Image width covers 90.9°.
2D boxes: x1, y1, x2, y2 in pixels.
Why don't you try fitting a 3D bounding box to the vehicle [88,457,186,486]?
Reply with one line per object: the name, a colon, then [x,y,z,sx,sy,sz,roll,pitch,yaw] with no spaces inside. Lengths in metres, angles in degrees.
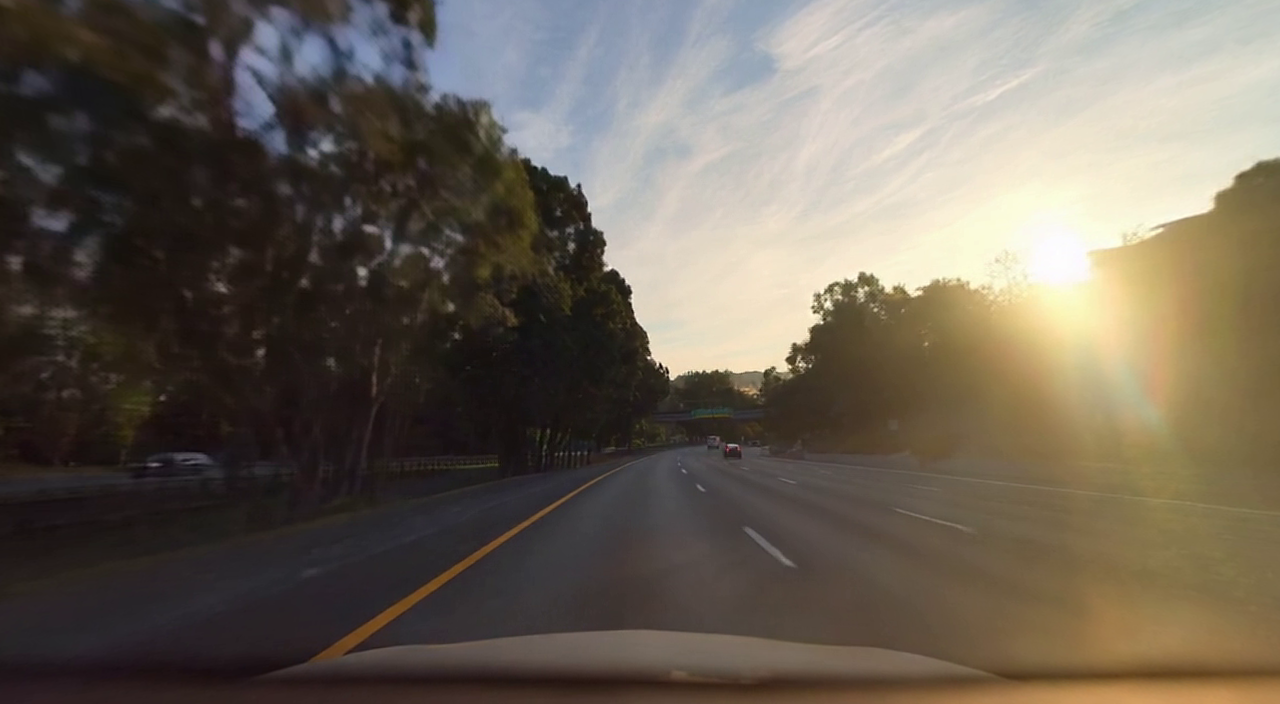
vehicle: [-28.212,6.682,35.591,1.725,1.445,4.637,-1,-9,1]
